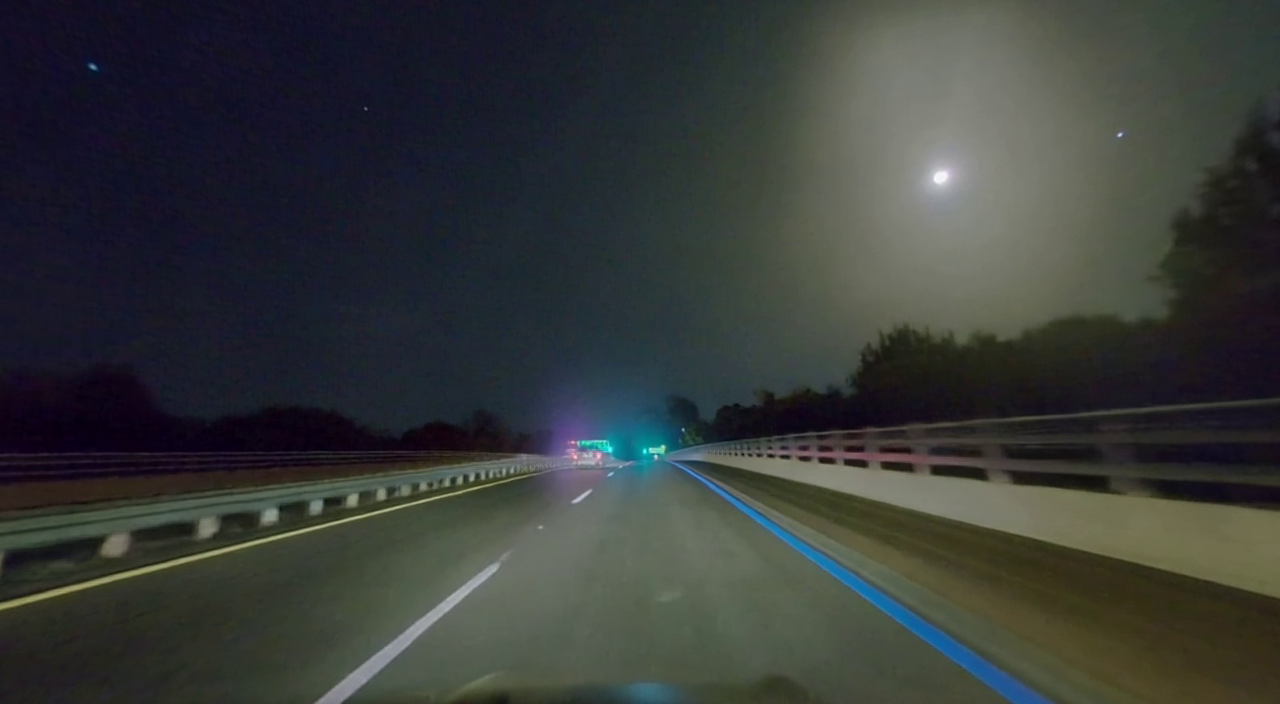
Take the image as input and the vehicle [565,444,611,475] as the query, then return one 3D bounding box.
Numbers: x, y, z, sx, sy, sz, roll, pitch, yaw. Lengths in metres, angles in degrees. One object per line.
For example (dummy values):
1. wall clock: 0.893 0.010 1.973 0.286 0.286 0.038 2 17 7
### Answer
1. vehicle: -2.628 5.564 32.855 2.050 1.530 4.144 0 -8 0
